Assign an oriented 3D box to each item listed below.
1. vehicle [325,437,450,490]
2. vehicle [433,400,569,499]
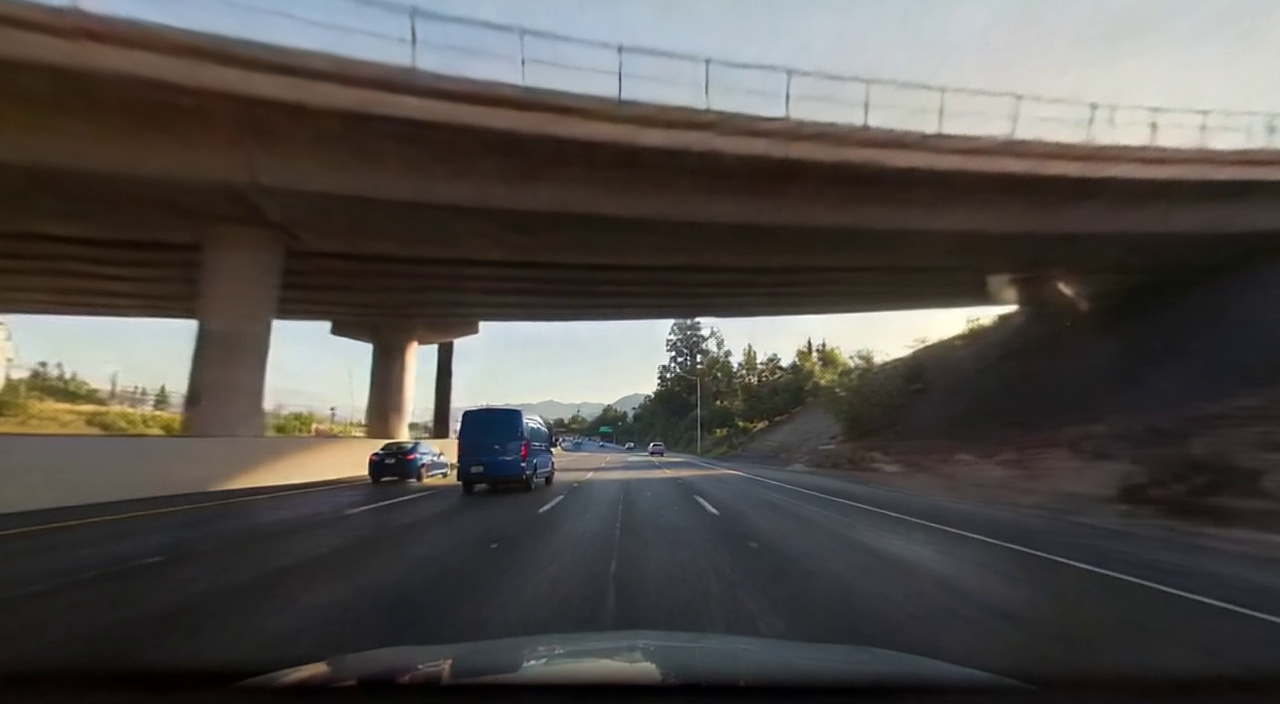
[{"bbox_3d":[-7.903,3.518,20.253,1.987,1.490,4.781,0,-8,1],"label":"vehicle"},{"bbox_3d":[-3.472,2.636,17.104,2.372,2.248,5.393,0,-9,1],"label":"vehicle"}]
